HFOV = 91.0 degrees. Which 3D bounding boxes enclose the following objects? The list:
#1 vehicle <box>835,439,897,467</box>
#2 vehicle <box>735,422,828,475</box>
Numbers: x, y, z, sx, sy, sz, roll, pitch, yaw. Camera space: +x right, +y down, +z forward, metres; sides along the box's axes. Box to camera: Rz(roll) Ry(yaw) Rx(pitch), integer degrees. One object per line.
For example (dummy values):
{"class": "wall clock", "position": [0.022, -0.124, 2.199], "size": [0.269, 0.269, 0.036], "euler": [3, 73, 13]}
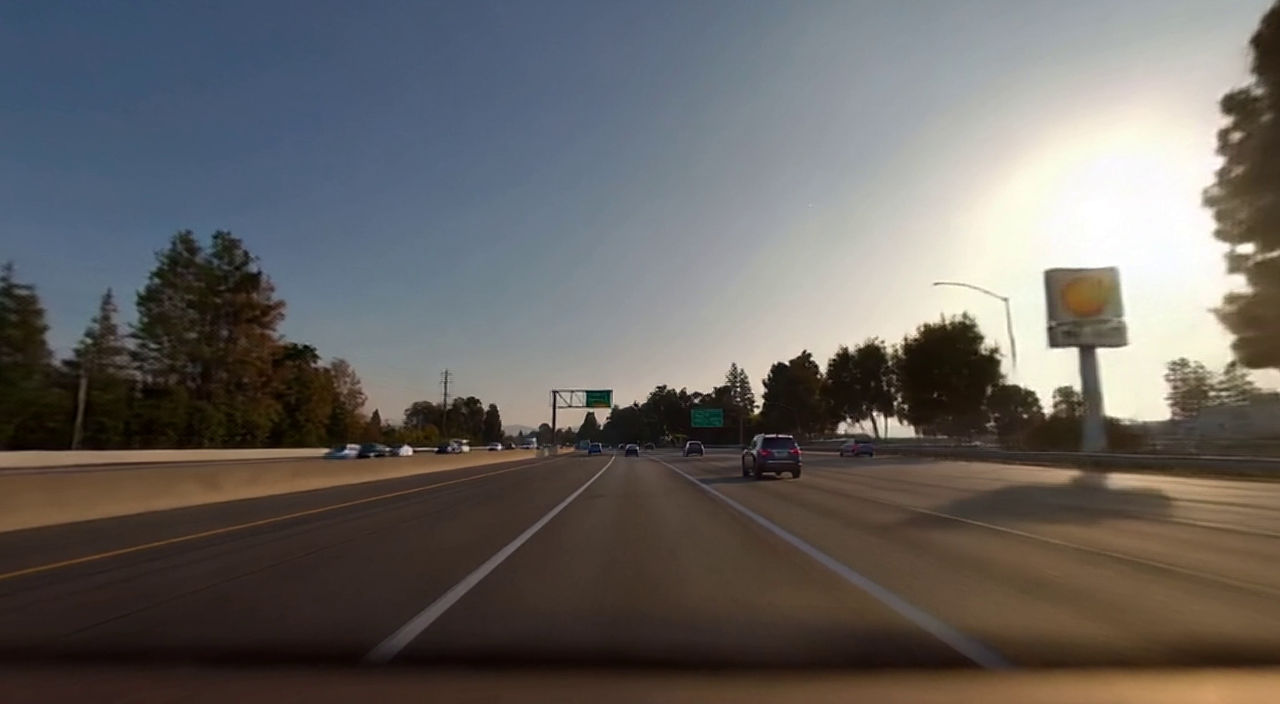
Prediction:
{"class": "vehicle", "position": [13.969, 6.268, 39.167], "size": [2.072, 1.611, 4.387], "euler": [0, -9, -2]}
{"class": "vehicle", "position": [6.989, 4.940, 32.335], "size": [2.779, 2.339, 8.073], "euler": [0, -9, -1]}
